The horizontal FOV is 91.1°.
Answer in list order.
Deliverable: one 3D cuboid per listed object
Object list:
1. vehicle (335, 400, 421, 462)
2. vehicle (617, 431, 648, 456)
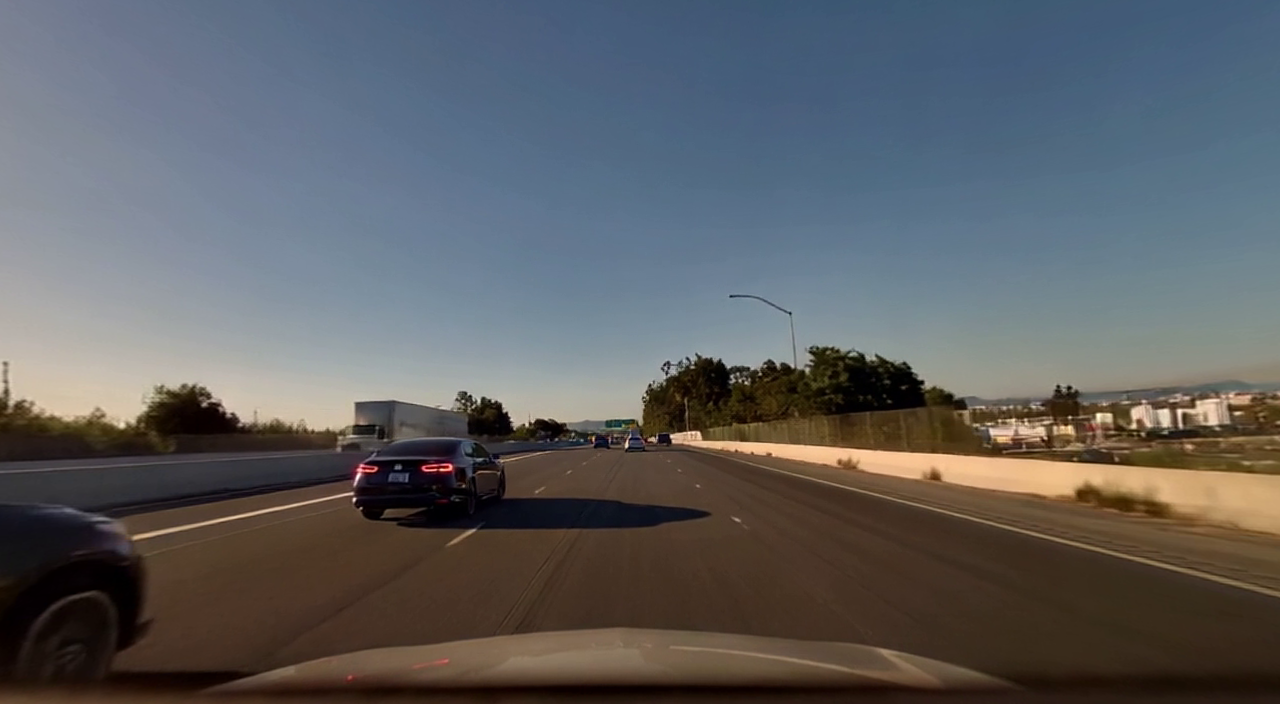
[{"bbox_3d":[-17.148,5.248,41.678,2.989,3.797,6.153,0,-8,-1],"label":"vehicle"},{"bbox_3d":[-0.560,6.129,42.410,1.984,1.586,3.866,0,-8,-2],"label":"vehicle"}]
